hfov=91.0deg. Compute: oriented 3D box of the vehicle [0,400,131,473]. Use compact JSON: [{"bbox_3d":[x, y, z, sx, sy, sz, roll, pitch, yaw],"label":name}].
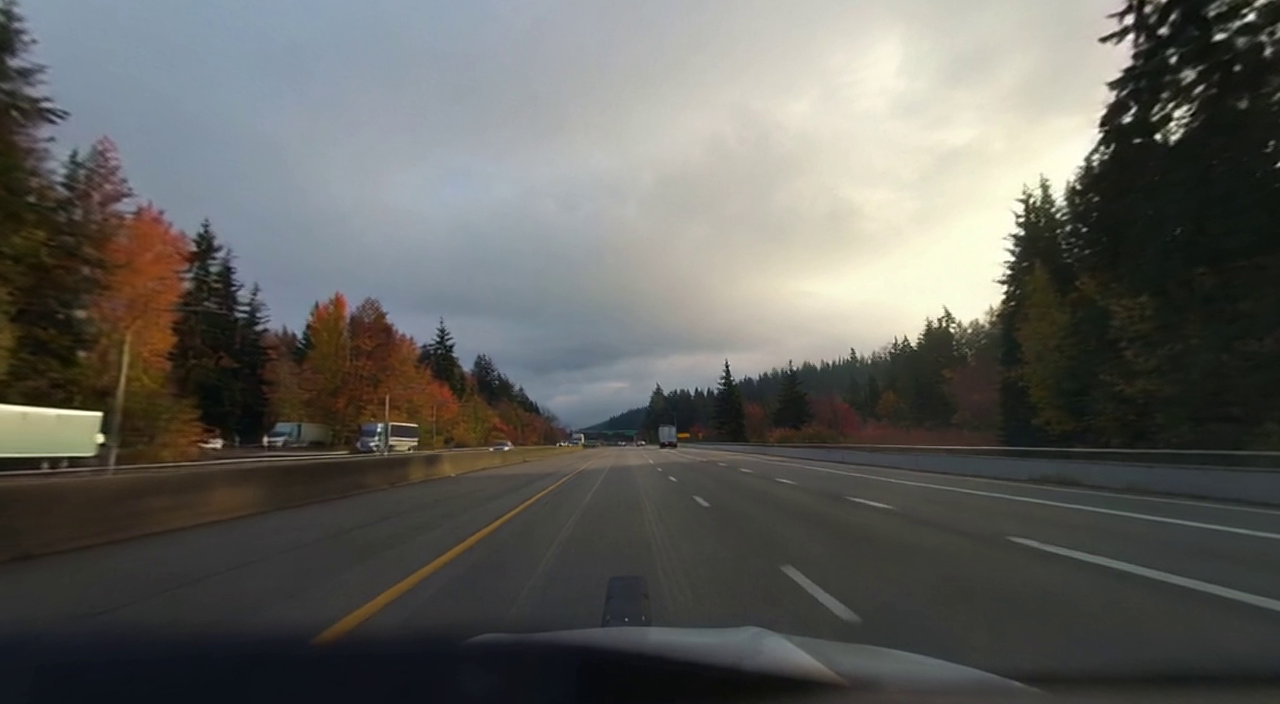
[{"bbox_3d":[-32.502,4.665,33.846,3.022,3.420,8.632,-3,-9,-1],"label":"vehicle"}]
